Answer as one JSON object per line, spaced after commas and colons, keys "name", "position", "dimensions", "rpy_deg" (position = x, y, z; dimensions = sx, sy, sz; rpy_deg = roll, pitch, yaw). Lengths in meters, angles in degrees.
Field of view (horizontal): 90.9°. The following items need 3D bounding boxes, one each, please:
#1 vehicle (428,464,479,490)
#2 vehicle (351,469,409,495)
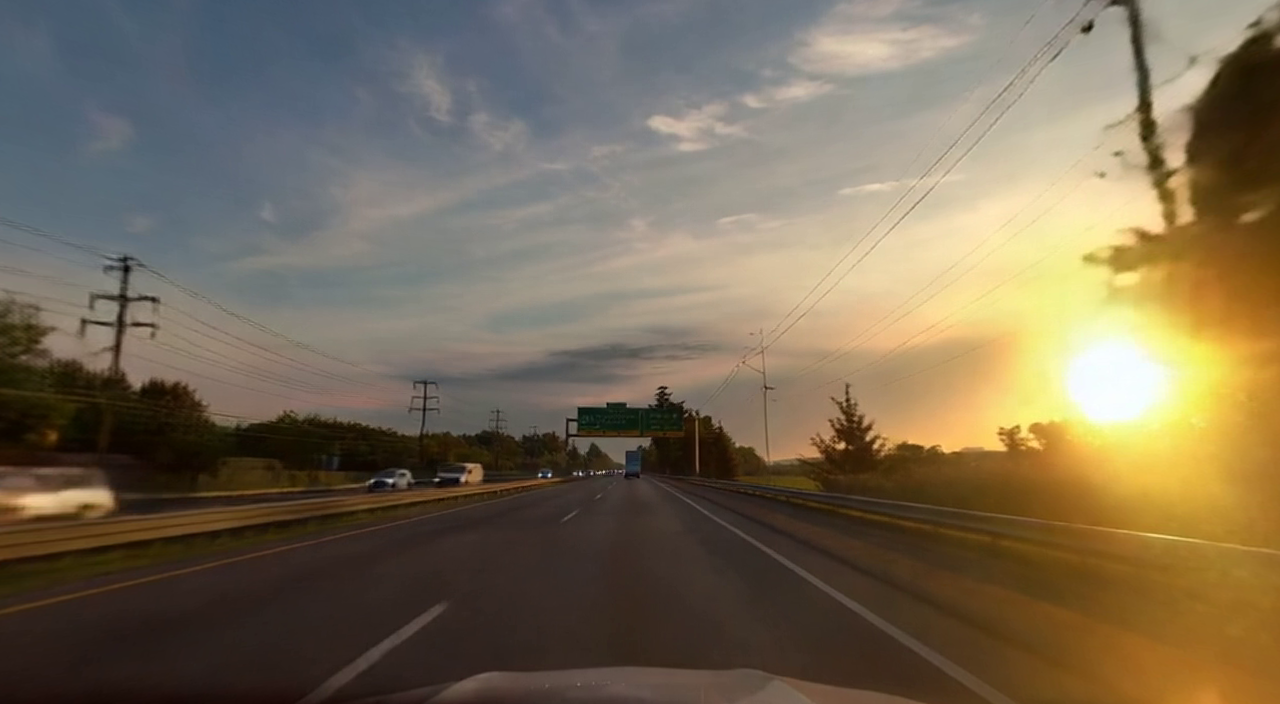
{"name": "vehicle", "position": [-12.551, 8.476, 42.763], "dimensions": [2.033, 1.649, 4.579], "rpy_deg": [1, -11, 0]}
{"name": "vehicle", "position": [-16.599, 8.336, 40.465], "dimensions": [1.881, 1.500, 4.325], "rpy_deg": [1, -11, 0]}
